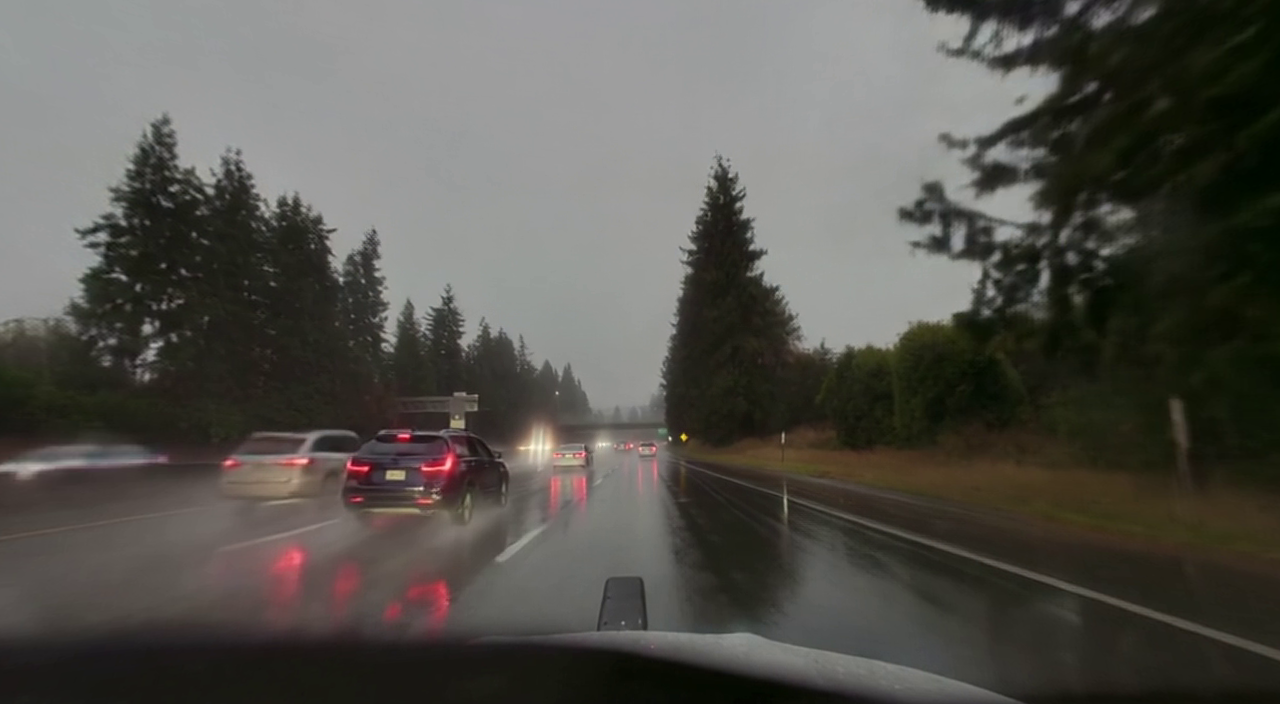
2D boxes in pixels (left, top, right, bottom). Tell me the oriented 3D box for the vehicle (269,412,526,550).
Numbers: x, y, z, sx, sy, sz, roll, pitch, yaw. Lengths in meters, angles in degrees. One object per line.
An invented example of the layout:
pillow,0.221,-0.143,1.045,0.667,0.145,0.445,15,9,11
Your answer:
vehicle,-3.437,1.956,10.293,2.040,1.672,5.122,0,-8,2

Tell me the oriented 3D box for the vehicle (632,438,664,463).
vehicle,0.607,7.441,47.400,2.285,1.797,4.478,0,-9,0

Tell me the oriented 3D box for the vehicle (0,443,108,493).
vehicle,-21.030,3.890,21.313,1.907,1.566,4.459,0,-9,1

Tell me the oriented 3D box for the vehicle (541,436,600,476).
vehicle,-3.027,4.647,28.270,2.056,1.679,4.204,0,-9,1
